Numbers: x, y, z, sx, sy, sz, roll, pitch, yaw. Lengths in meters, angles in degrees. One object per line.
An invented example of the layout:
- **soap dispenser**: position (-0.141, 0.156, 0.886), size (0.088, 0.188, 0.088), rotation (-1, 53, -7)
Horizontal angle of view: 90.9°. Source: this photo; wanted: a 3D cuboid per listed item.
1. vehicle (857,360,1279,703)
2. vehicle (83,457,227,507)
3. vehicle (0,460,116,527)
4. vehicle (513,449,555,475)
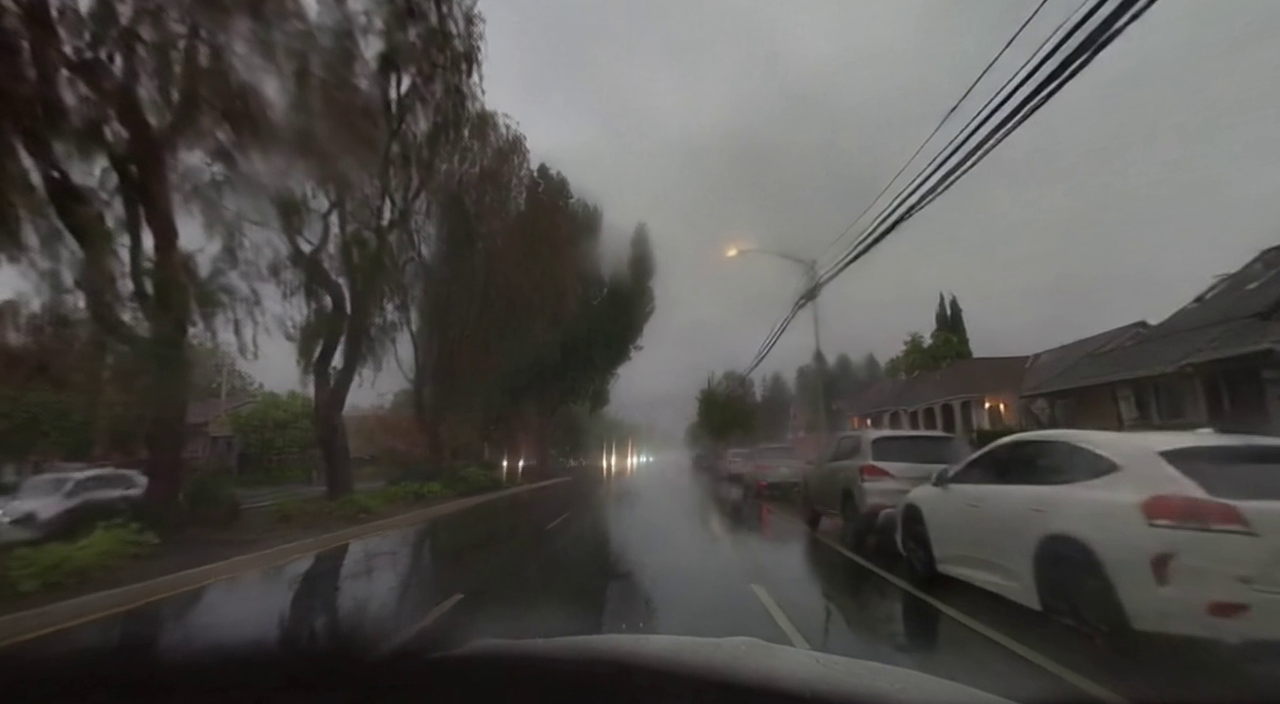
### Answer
- **vehicle**: position (3.562, 1.251, 4.801), size (2.078, 1.738, 5.133), rotation (0, -8, 1)
- **vehicle**: position (-19.010, 5.086, 25.042), size (2.013, 1.667, 4.412), rotation (-1, -8, 4)
- **vehicle**: position (-16.139, 3.507, 15.682), size (1.946, 1.492, 4.794), rotation (0, -8, 2)
- **vehicle**: position (-7.512, 7.805, 45.196), size (2.331, 1.696, 4.861), rotation (0, -8, -1)
